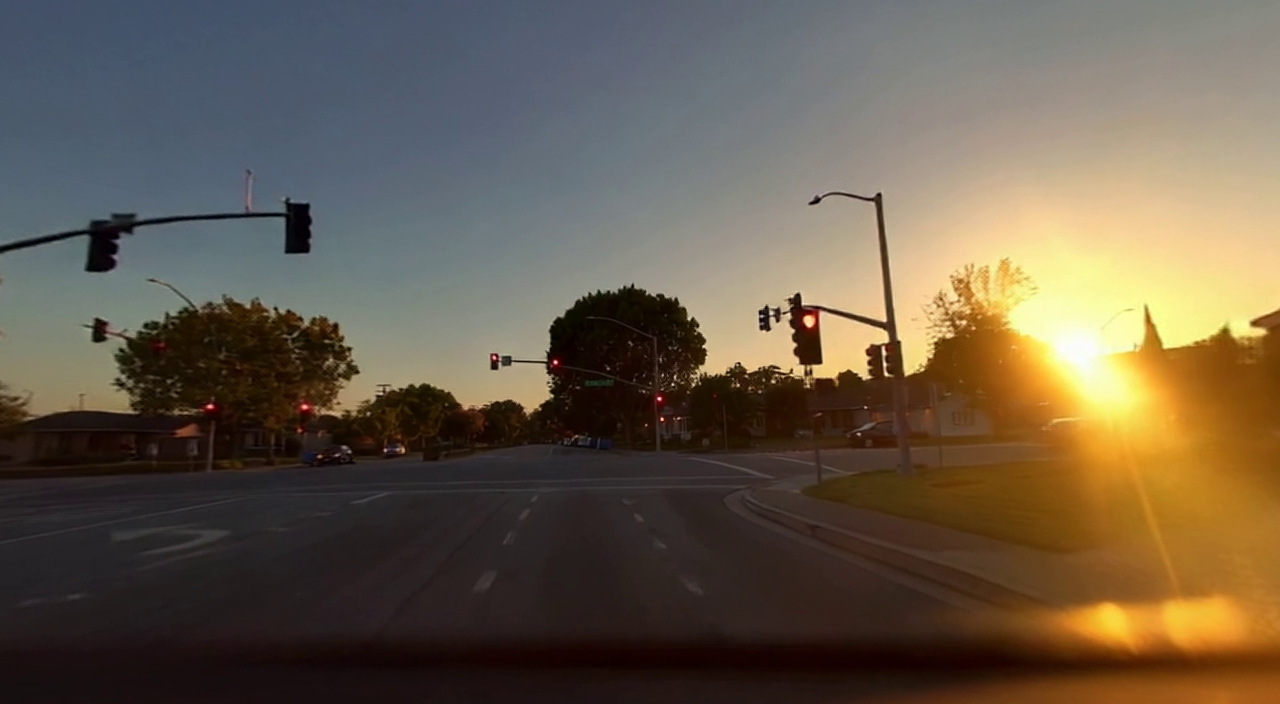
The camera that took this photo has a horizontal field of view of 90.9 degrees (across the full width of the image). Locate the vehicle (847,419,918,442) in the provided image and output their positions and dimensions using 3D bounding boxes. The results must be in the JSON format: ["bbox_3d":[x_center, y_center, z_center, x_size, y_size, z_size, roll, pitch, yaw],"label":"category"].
[{"bbox_3d":[18.692,6.064,48.684,4.681,1.712,1.976,0,-8,-4],"label":"vehicle"}]

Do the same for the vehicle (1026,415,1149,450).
[{"bbox_3d":[21.567,3.863,30.462,4.759,1.461,1.788,-1,-7,-6],"label":"vehicle"}]
